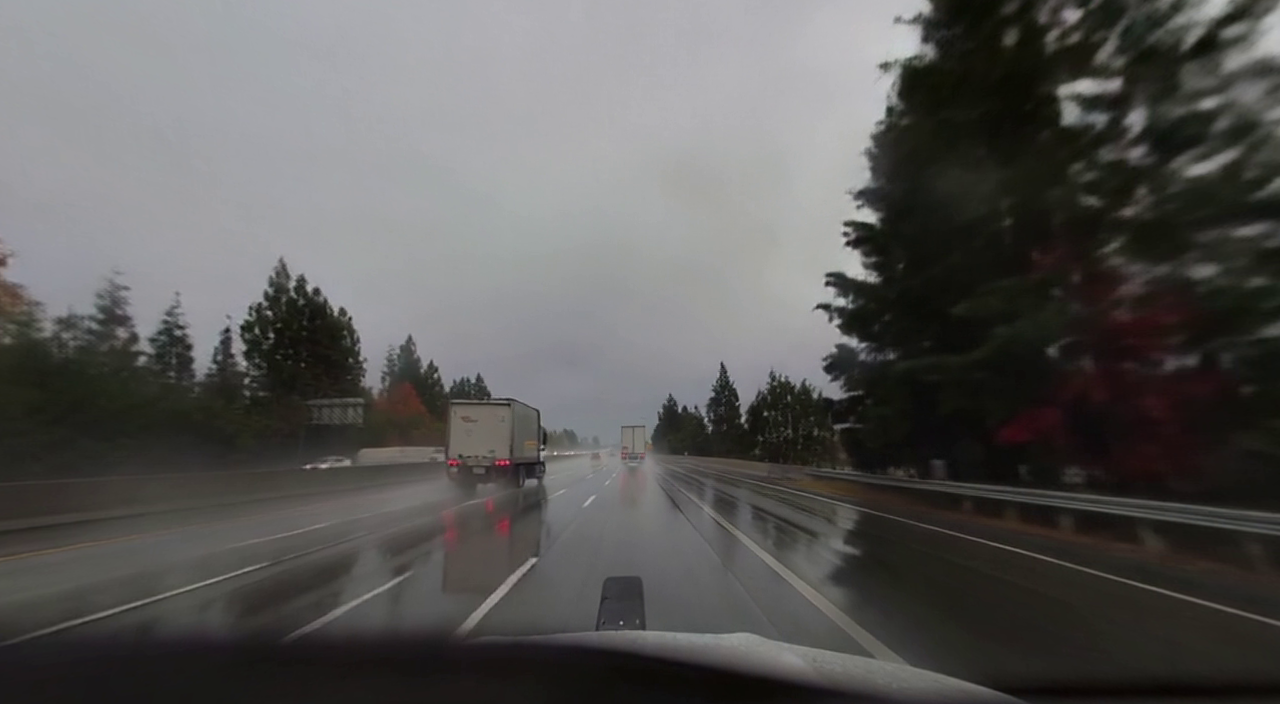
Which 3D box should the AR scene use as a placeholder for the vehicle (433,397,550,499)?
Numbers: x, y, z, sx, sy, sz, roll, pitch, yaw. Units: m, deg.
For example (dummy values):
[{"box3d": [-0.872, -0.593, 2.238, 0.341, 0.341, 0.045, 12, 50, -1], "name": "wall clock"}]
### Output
[{"box3d": [-4.595, 3.179, 20.855, 2.368, 2.813, 6.329, 0, -9, -1], "name": "vehicle"}]
